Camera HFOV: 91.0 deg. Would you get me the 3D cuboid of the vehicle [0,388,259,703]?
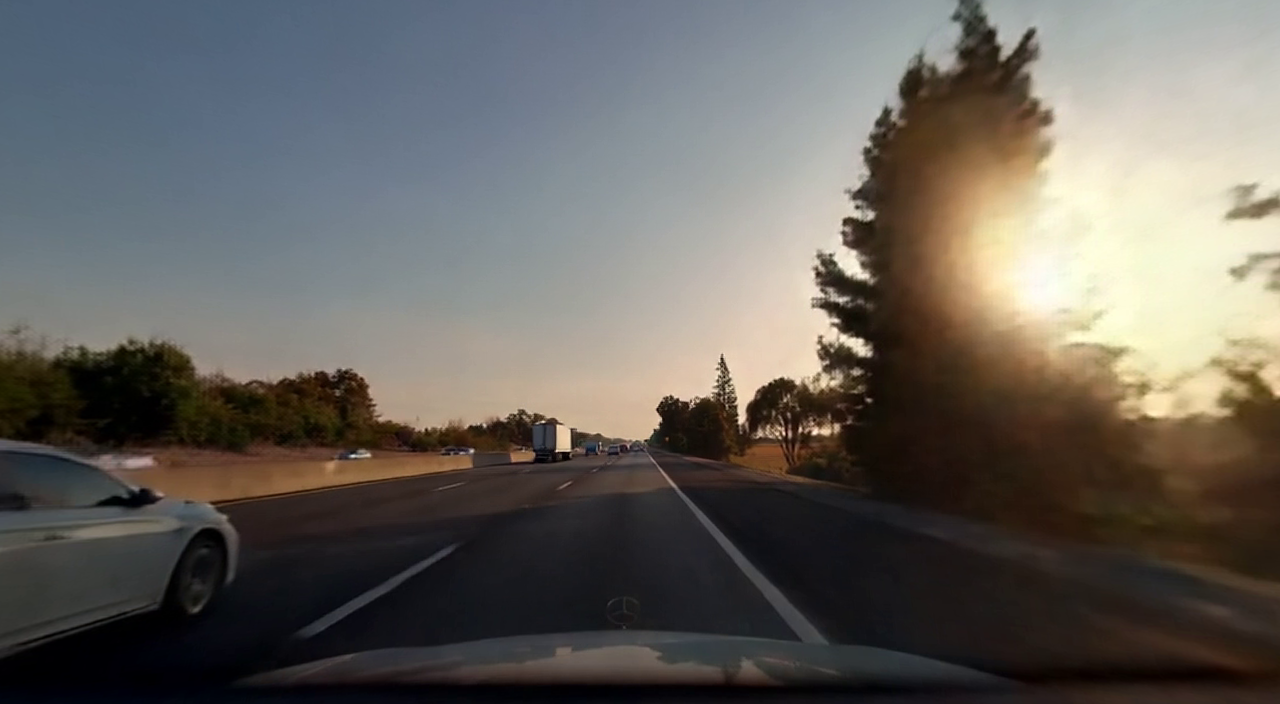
[{"bbox_3d":[-3.854,0.850,2.172,2.028,1.553,4.820,0,-9,0],"label":"vehicle"}]
